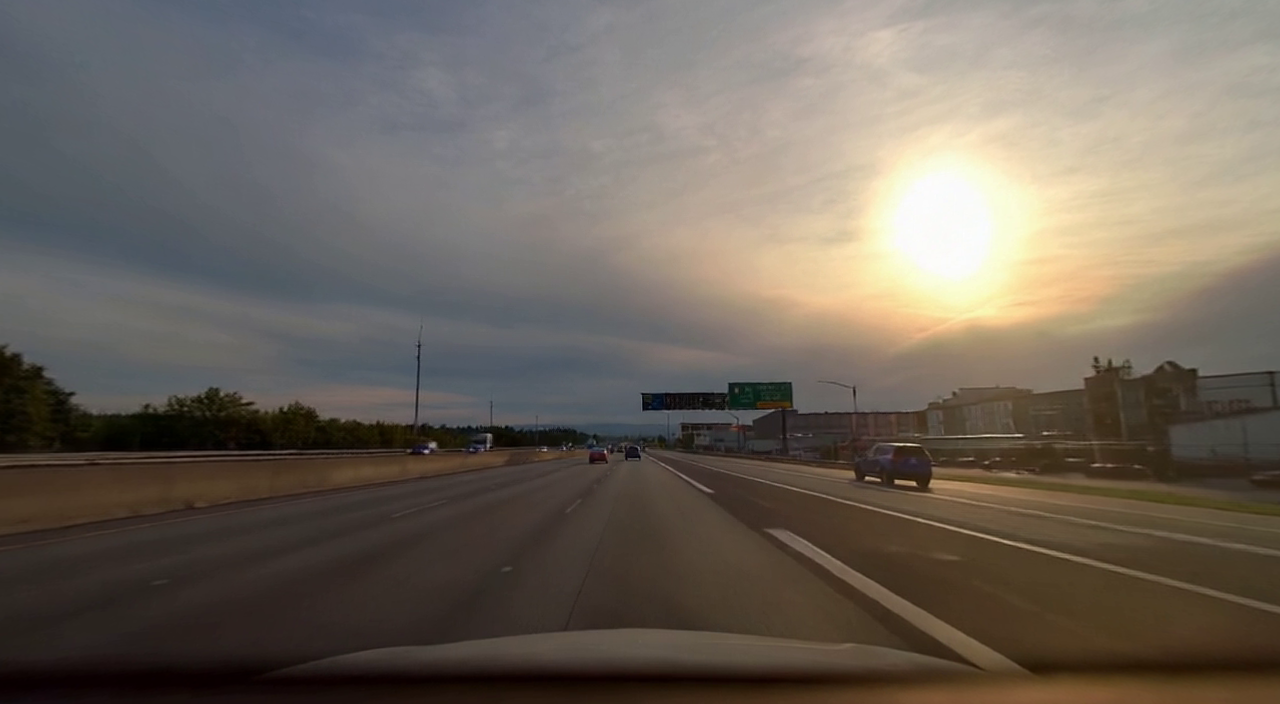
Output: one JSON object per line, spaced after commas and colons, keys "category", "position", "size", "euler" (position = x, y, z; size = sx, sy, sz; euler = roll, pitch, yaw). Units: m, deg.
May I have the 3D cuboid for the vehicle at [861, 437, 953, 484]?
{"category": "vehicle", "position": [14.330, 5.877, 34.307], "size": [2.411, 2.326, 5.300], "euler": [0, -9, -3]}
